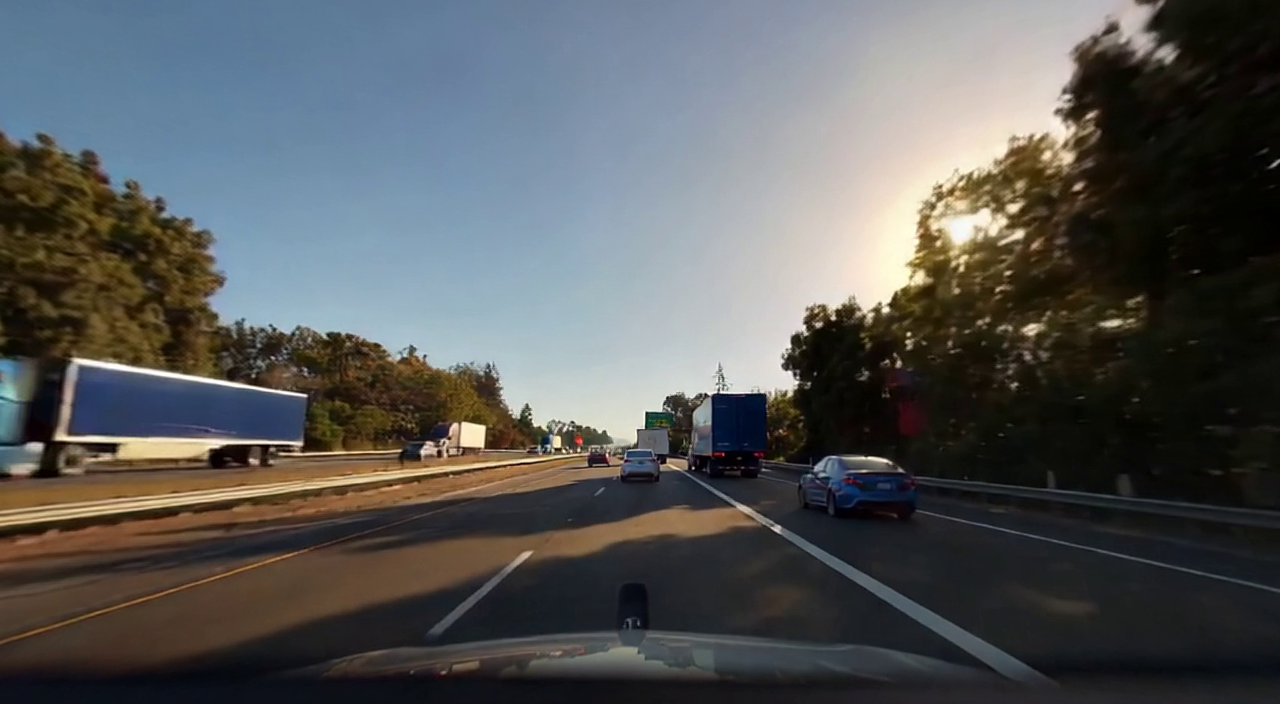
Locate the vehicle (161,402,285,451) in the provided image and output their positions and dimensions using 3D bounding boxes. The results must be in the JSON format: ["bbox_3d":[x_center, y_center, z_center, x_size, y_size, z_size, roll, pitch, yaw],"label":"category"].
[{"bbox_3d":[-19.975,3.709,30.546,2.268,2.025,5.234,-1,-10,2],"label":"vehicle"}]

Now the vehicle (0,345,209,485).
[{"bbox_3d":[-19.862,2.347,21.526,2.933,3.979,10.057,0,-9,1],"label":"vehicle"}]

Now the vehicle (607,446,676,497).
[{"bbox_3d":[0.046,3.987,21.355,2.089,1.516,4.191,0,-9,0],"label":"vehicle"}]

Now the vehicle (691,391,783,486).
[{"bbox_3d":[4.699,4.771,33.873,2.877,4.035,13.897,0,-9,1],"label":"vehicle"}]

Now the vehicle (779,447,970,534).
[{"bbox_3d":[4.255,2.581,12.360,2.037,1.377,4.407,0,-9,0],"label":"vehicle"}]
